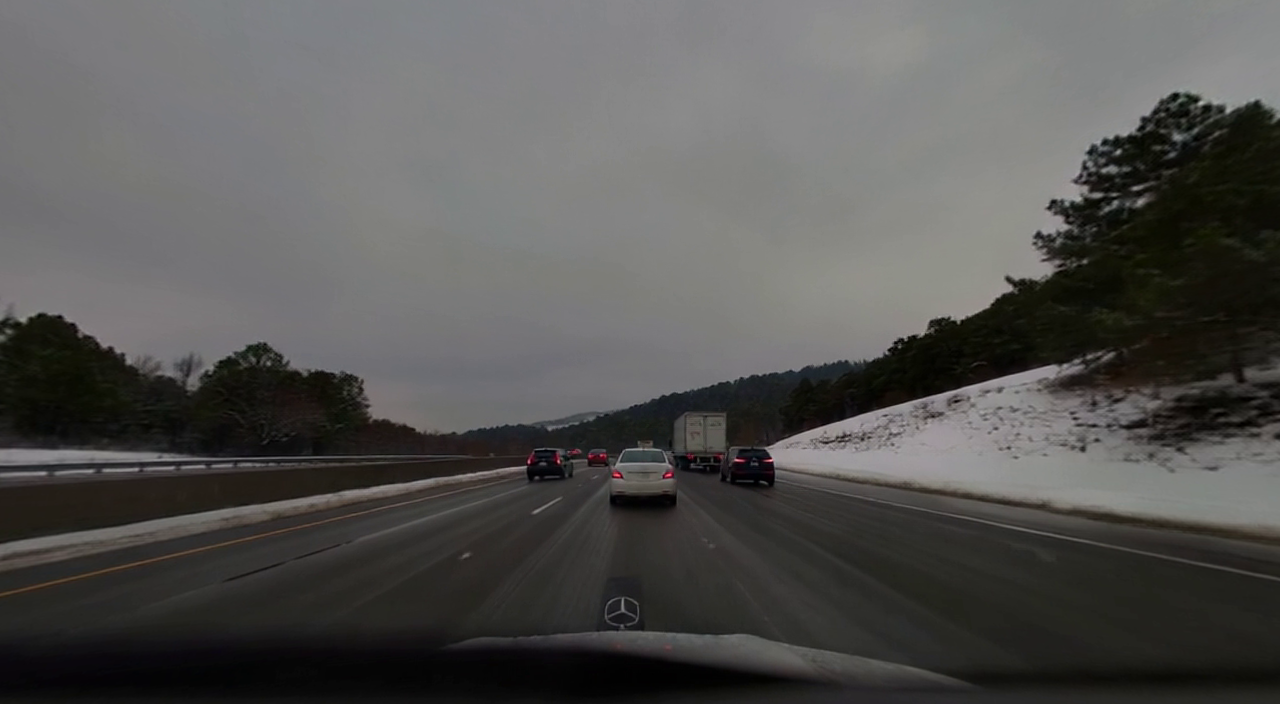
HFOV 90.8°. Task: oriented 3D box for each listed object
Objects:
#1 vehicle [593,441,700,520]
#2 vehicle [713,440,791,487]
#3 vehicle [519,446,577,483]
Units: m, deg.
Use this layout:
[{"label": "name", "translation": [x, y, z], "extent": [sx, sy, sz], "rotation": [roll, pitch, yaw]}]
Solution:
[{"label": "vehicle", "translation": [0.128, 2.739, 13.896], "extent": [2.041, 1.484, 3.535], "rotation": [0, -9, 0]}, {"label": "vehicle", "translation": [4.075, 4.145, 23.656], "extent": [2.029, 1.579, 4.484], "rotation": [0, -9, -1]}, {"label": "vehicle", "translation": [-3.910, 4.855, 27.391], "extent": [1.848, 1.486, 3.832], "rotation": [-1, -9, 2]}]
